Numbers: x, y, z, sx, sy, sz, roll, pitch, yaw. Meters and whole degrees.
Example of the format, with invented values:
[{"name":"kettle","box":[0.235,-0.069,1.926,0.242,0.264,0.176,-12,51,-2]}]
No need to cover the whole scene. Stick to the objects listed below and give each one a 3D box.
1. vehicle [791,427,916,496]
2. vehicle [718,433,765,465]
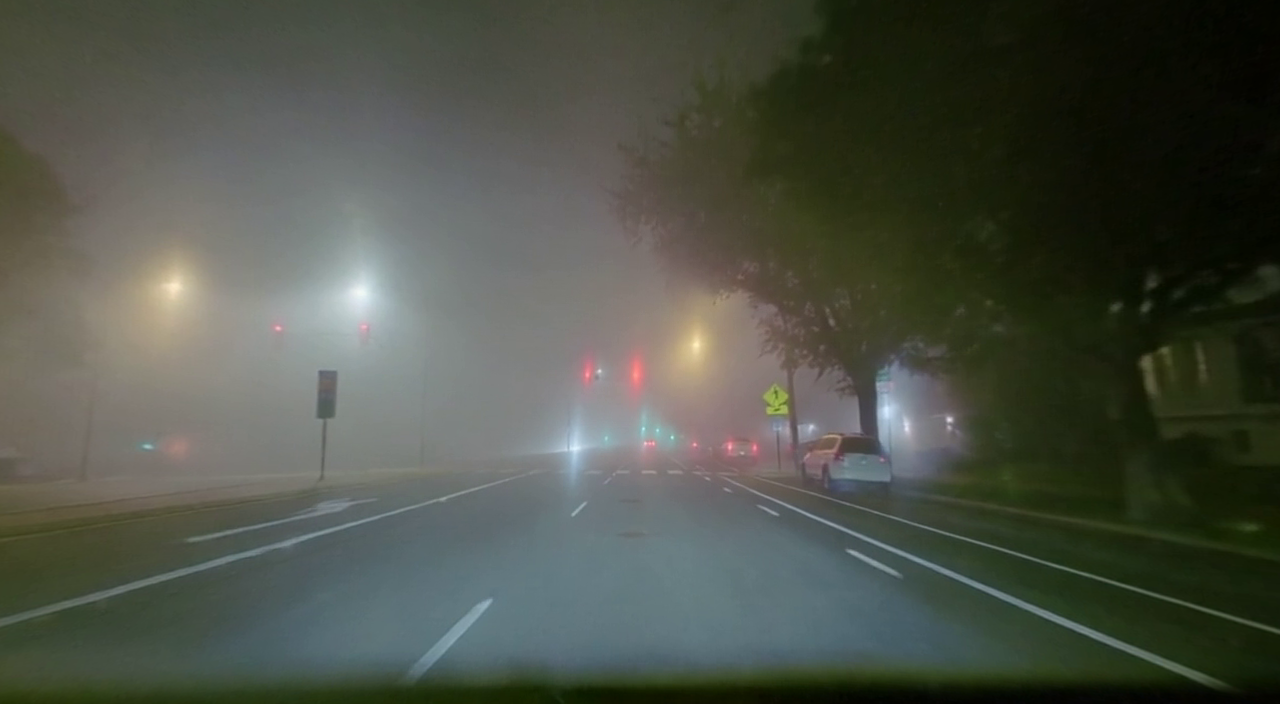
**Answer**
[{"name":"vehicle","box":[6.106,3.192,18.753,2.094,1.766,4.792,0,-8,1]},{"name":"vehicle","box":[6.586,6.382,41.570,2.293,1.942,5.004,0,-8,1]}]
